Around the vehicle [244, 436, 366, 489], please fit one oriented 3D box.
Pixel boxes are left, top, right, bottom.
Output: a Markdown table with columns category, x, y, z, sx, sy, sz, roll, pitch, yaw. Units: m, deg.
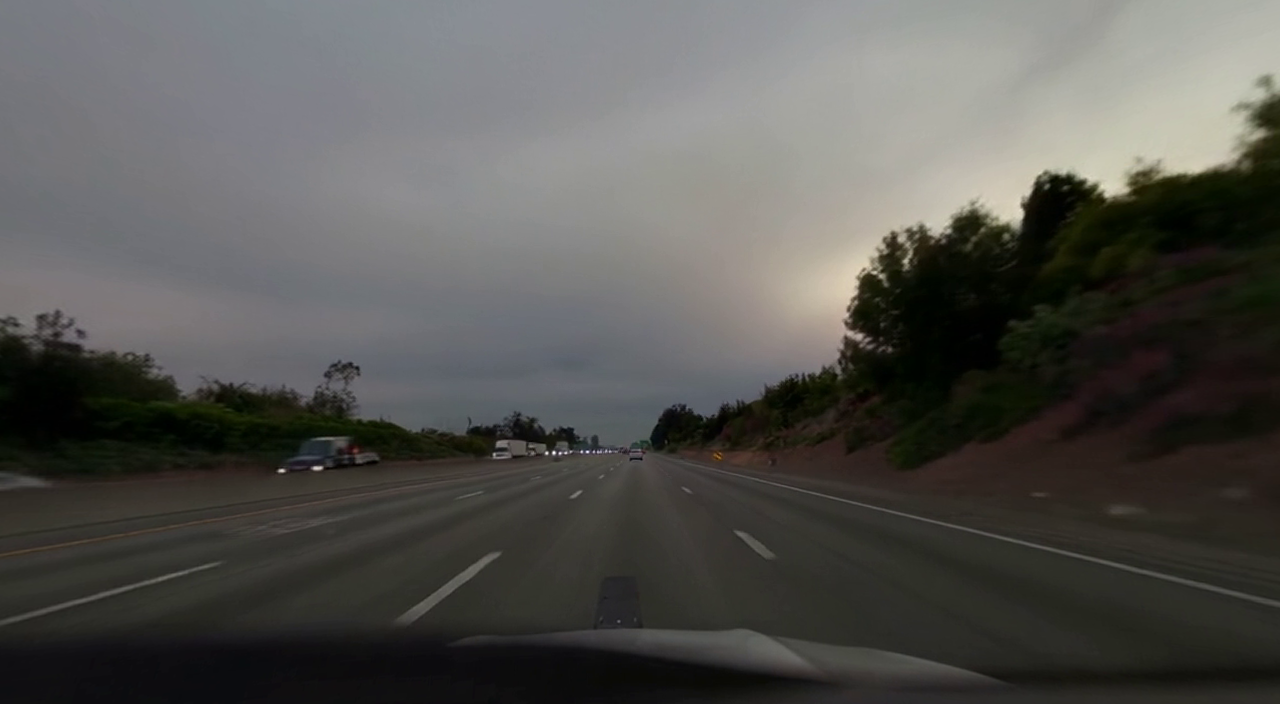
| category | x | y | z | sx | sy | sz | roll | pitch | yaw |
| --- | --- | --- | --- | --- | --- | --- | --- | --- | --- |
| vehicle | -15.655 | 5.193 | 29.848 | 2.429 | 2.218 | 6.111 | 0 | -9 | 0 |
